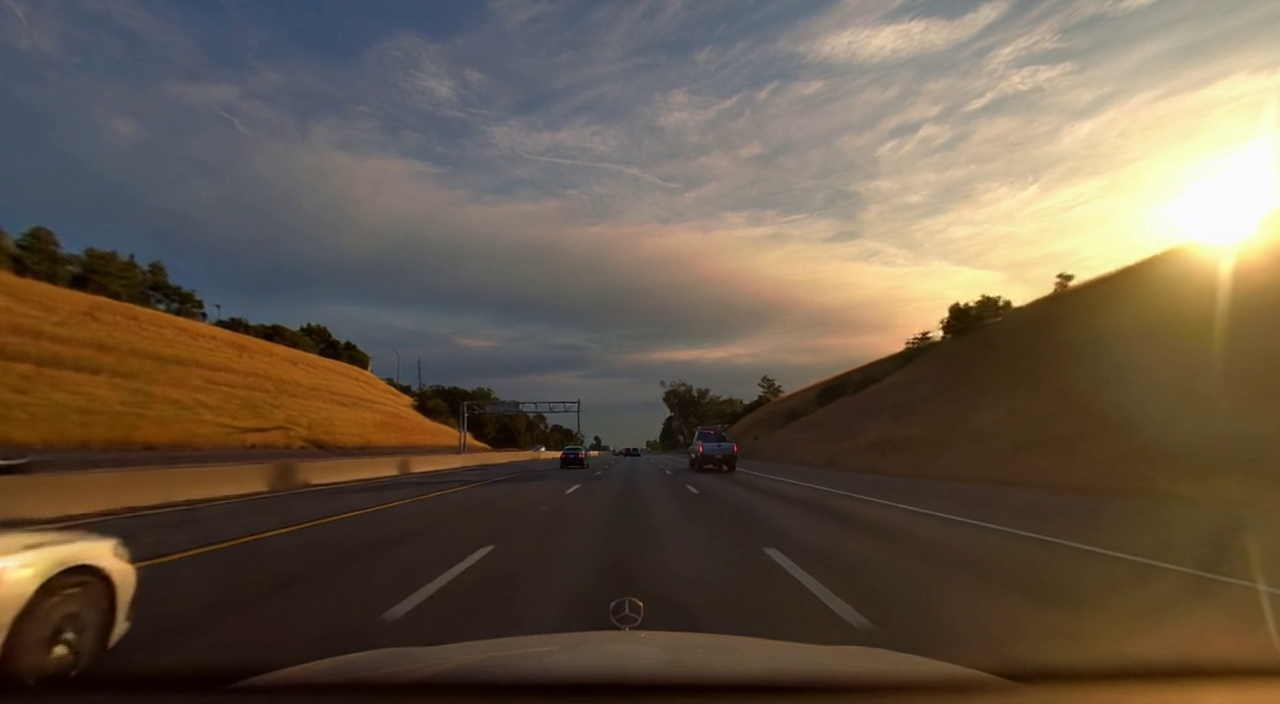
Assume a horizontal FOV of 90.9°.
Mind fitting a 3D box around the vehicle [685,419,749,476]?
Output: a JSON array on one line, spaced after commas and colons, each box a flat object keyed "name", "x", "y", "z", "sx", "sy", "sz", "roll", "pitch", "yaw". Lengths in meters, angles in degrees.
[{"name": "vehicle", "x": 3.768, "y": 4.873, "z": 32.139, "sx": 2.361, "sy": 2.636, "sz": 5.684, "roll": 0, "pitch": -9, "yaw": -1}]

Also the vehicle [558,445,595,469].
[{"name": "vehicle", "x": -4.301, "y": 7.170, "z": 43.068, "sx": 2.054, "sy": 1.529, "sz": 4.368, "roll": 0, "pitch": -9, "yaw": 0}]

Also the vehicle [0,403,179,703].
[{"name": "vehicle", "x": -3.503, "y": 0.731, "z": 0.989, "sx": 1.939, "sy": 1.513, "sz": 4.773, "roll": 0, "pitch": -9, "yaw": 0}]
